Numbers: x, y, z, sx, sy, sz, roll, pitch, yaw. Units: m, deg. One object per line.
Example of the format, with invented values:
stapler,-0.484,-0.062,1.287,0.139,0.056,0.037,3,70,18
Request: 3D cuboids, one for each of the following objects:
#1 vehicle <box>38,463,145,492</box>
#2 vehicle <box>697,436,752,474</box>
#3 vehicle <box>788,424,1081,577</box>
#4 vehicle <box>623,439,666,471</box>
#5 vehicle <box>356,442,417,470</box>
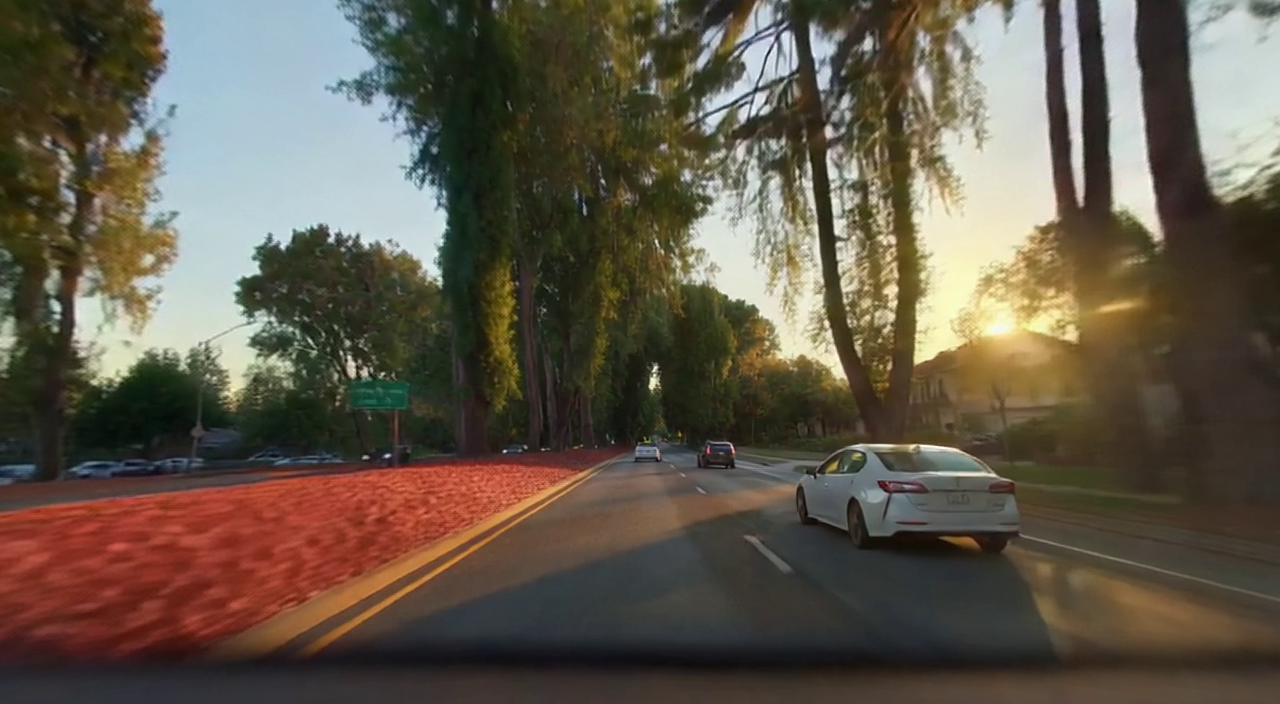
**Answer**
vehicle,-31.200,7.120,36.005,4.279,1.464,1.985,0,-8,2
vehicle,3.979,4.937,30.487,2.074,1.652,4.340,0,-8,0
vehicle,3.507,1.826,8.596,1.985,1.529,4.147,0,-8,0
vehicle,0.244,5.282,32.601,2.082,1.473,4.028,0,-8,1
vehicle,-17.886,7.338,44.868,2.085,1.794,4.776,0,-8,3
